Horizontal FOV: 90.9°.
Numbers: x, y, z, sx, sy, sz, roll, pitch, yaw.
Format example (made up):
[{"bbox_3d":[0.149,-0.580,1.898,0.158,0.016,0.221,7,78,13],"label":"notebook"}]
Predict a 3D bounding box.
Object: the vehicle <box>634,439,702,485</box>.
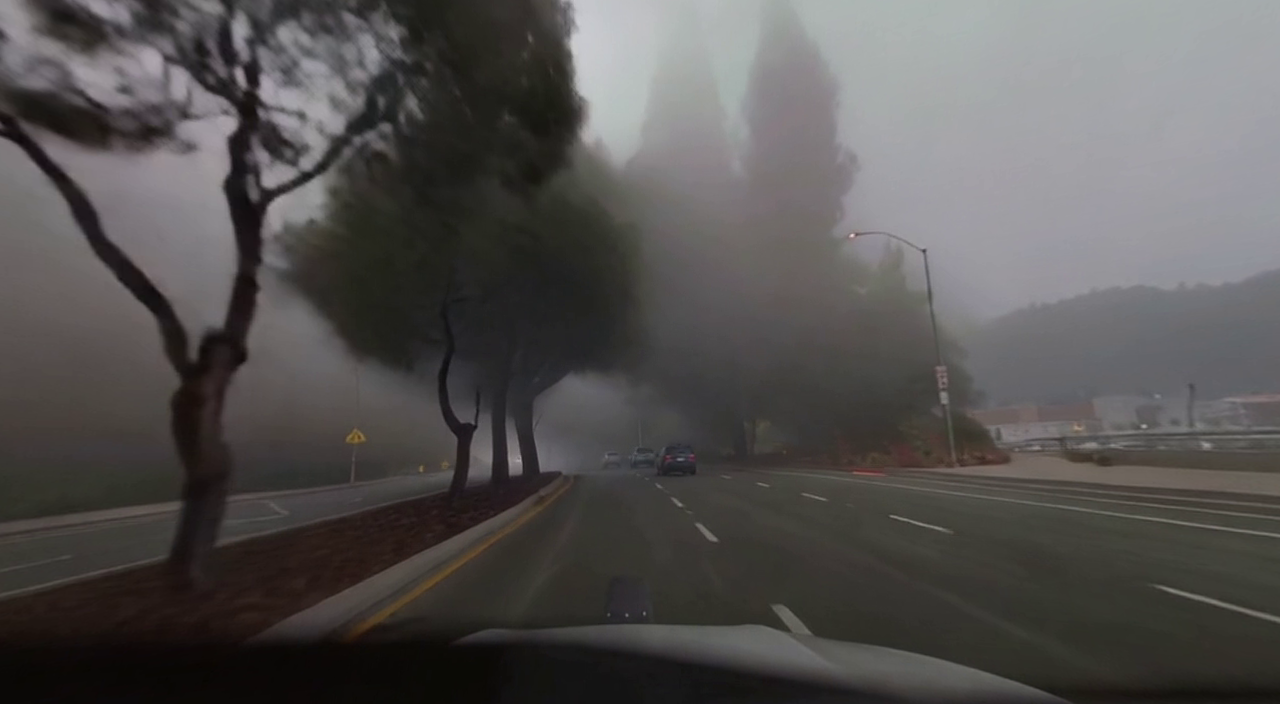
[{"bbox_3d":[1.081,4.686,27.185,2.253,1.756,4.313,1,-9,-7],"label":"vehicle"}]
